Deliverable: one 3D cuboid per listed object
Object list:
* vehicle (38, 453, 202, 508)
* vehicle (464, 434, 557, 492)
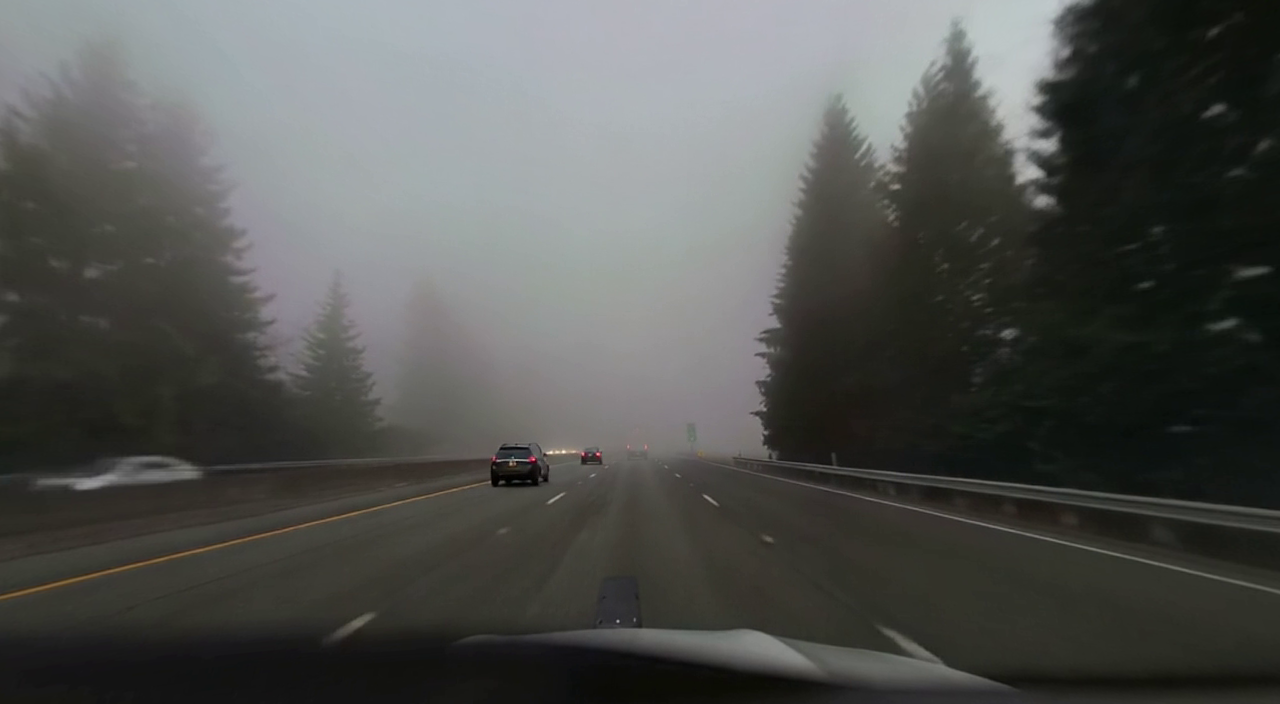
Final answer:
[{"bbox_3d":[-17.094,4.190,20.941,1.874,1.560,4.205,-1,-9,0],"label":"vehicle"},{"bbox_3d":[-4.109,3.611,20.686,2.151,1.693,4.201,-1,-9,0],"label":"vehicle"}]
